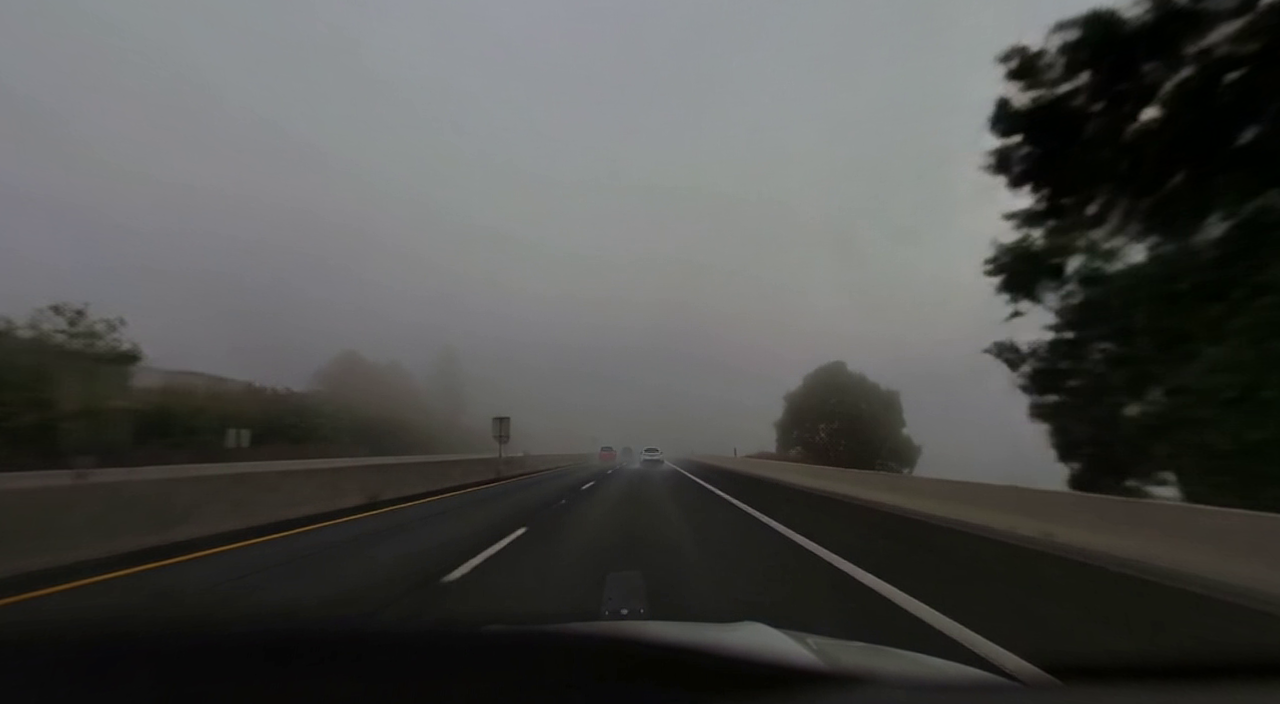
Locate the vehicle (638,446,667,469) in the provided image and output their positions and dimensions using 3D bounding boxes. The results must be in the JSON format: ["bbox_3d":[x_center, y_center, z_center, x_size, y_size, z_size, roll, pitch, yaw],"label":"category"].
[{"bbox_3d":[0.832,7.291,43.565,1.934,1.488,3.832,0,-9,1],"label":"vehicle"}]
